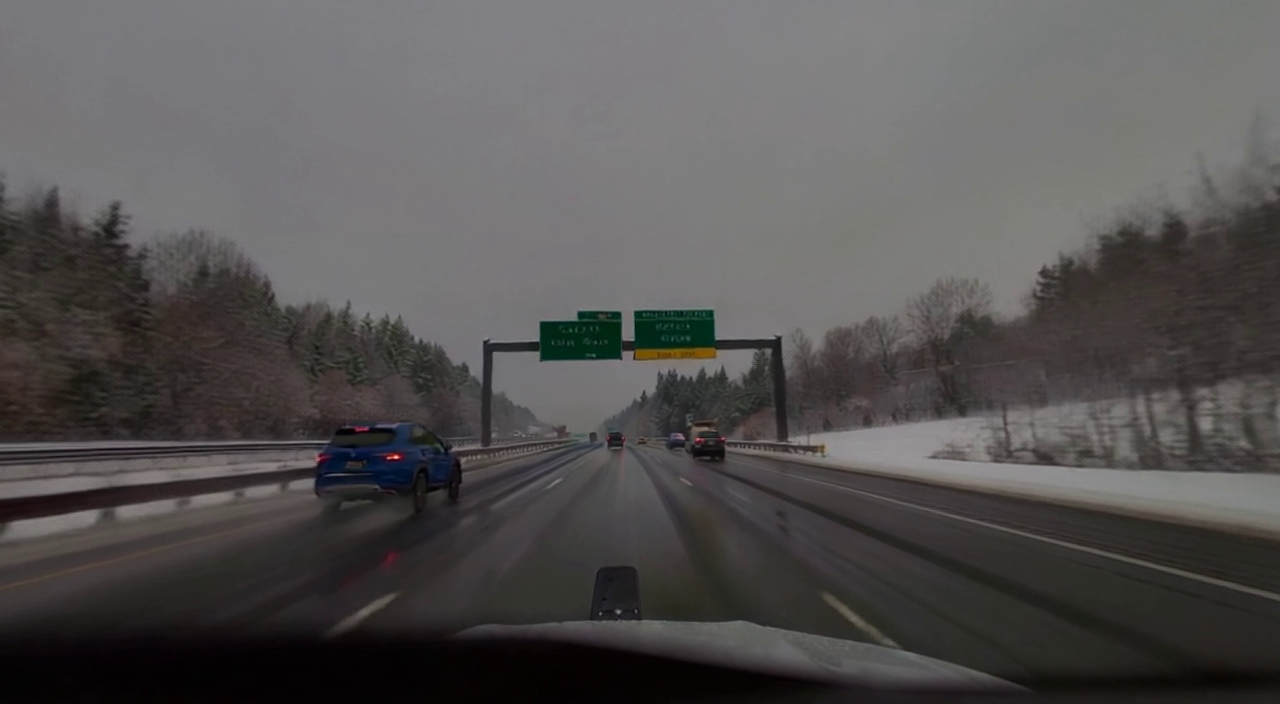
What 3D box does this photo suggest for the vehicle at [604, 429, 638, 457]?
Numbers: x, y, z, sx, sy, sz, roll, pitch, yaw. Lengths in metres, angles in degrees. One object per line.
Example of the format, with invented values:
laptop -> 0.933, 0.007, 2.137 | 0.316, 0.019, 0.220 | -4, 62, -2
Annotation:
vehicle -> -1.264, 5.965, 41.426 | 2.159, 1.690, 3.720 | 0, -7, -3

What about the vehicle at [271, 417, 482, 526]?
vehicle -> -4.404, 2.027, 11.365 | 2.100, 1.590, 4.077 | 0, -7, -1

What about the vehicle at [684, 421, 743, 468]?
vehicle -> 3.120, 4.002, 27.431 | 1.976, 1.905, 3.263 | 0, -7, -4
